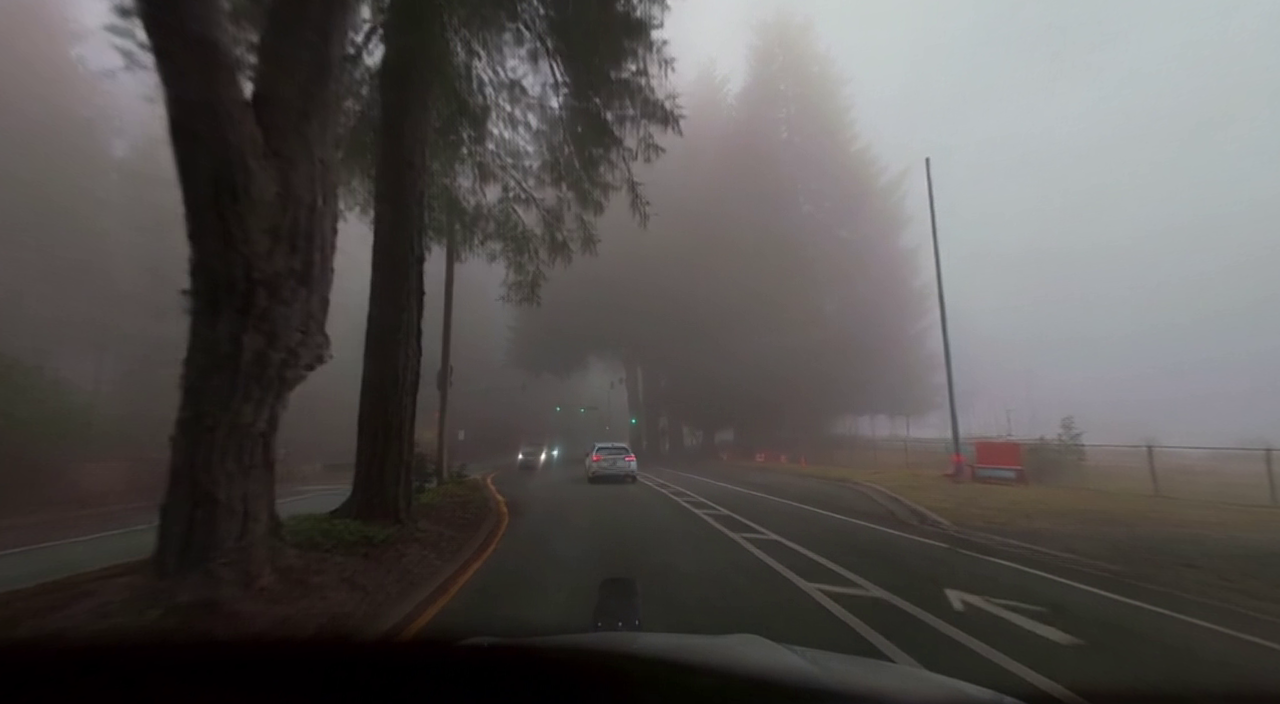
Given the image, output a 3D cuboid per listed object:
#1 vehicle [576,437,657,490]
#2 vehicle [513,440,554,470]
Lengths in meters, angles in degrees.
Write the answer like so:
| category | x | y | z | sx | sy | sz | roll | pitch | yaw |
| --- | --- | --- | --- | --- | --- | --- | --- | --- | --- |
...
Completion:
| category | x | y | z | sx | sy | sz | roll | pitch | yaw |
| --- | --- | --- | --- | --- | --- | --- | --- | --- | --- |
| vehicle | -0.898 | 3.623 | 20.928 | 2.266 | 1.508 | 4.430 | 1 | -8 | -7 |
| vehicle | -6.206 | 6.020 | 37.185 | 2.077 | 1.665 | 4.206 | 1 | -8 | -6 |
